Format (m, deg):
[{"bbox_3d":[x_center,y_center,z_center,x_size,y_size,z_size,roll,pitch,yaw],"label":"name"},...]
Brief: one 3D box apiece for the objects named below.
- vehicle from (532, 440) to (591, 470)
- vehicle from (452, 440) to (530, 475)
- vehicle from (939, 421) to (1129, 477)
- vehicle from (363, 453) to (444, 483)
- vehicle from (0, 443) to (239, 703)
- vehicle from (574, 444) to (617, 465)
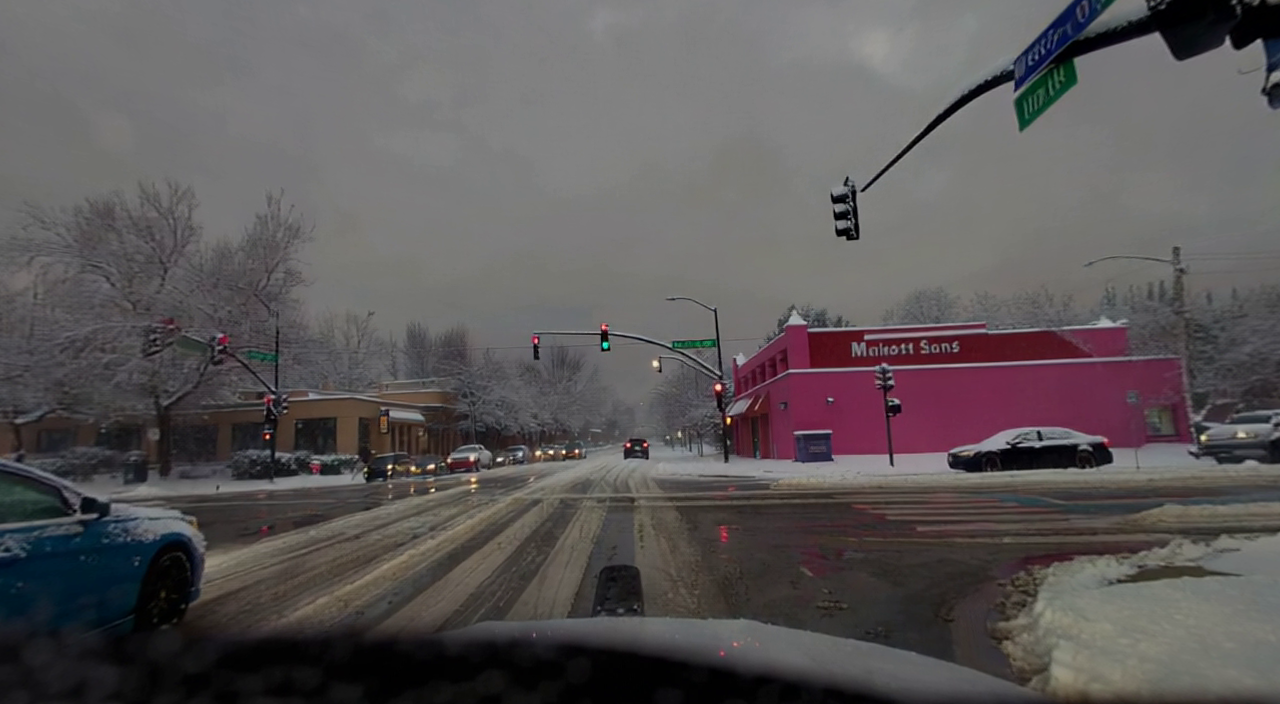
[{"bbox_3d":[-4.503,5.990,36.859,1.928,1.647,4.575,-2,-9,13],"label":"vehicle"},{"bbox_3d":[-8.385,5.975,36.054,2.152,1.825,5.406,-2,-9,12],"label":"vehicle"},{"bbox_3d":[11.577,2.889,18.793,4.355,1.546,1.820,-1,-9,6],"label":"vehicle"},{"bbox_3d":[-12.585,6.175,33.874,1.976,1.425,4.567,-1,-9,9],"label":"vehicle"},{"bbox_3d":[-3.656,0.976,2.146,1.759,1.325,4.295,0,-9,0],"label":"vehicle"},{"bbox_3d":[-3.046,7.155,44.005,1.743,1.362,4.350,-2,-9,14],"label":"vehicle"}]
